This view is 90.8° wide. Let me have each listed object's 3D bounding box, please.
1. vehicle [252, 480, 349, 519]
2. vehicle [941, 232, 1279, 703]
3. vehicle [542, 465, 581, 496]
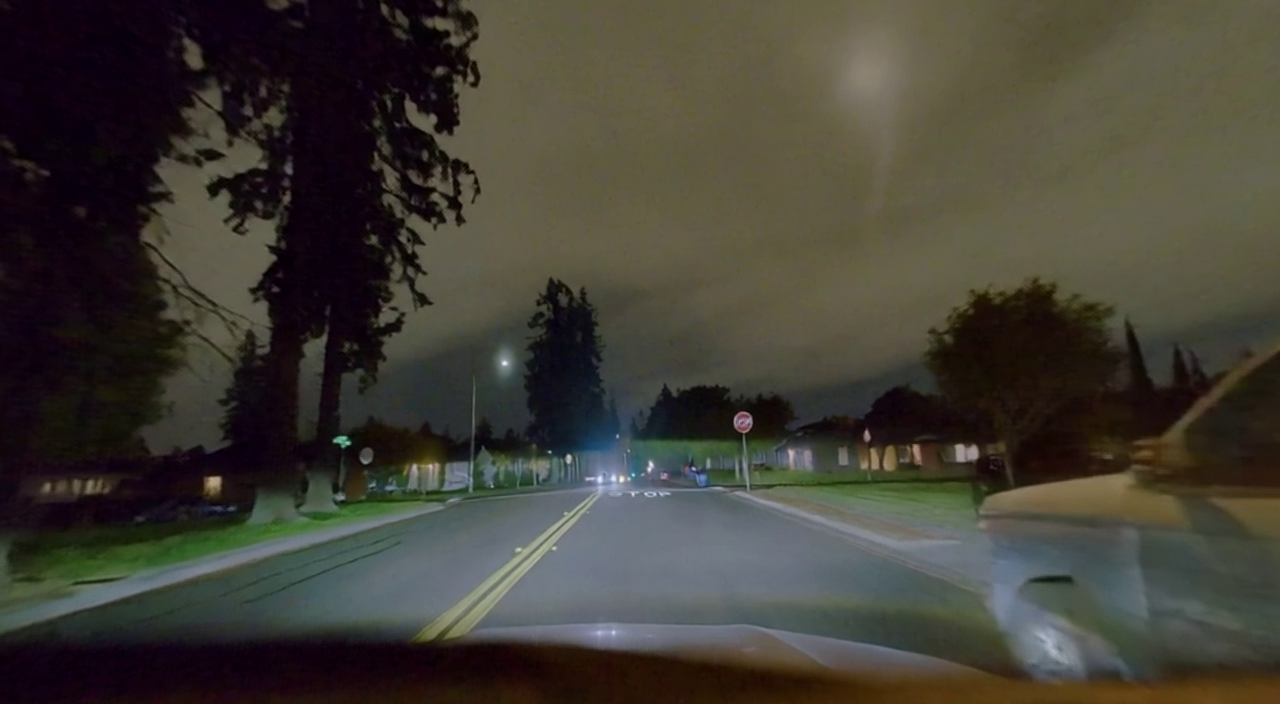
[{"bbox_3d":[-18.523,8.039,34.555,4.274,1.626,2.093,-7,-10,10],"label":"vehicle"},{"bbox_3d":[2.672,0.551,1.067,2.109,1.875,4.488,-1,-9,1],"label":"vehicle"},{"bbox_3d":[-5.999,9.862,48.855,2.149,1.823,4.613,-6,-7,1],"label":"vehicle"}]
